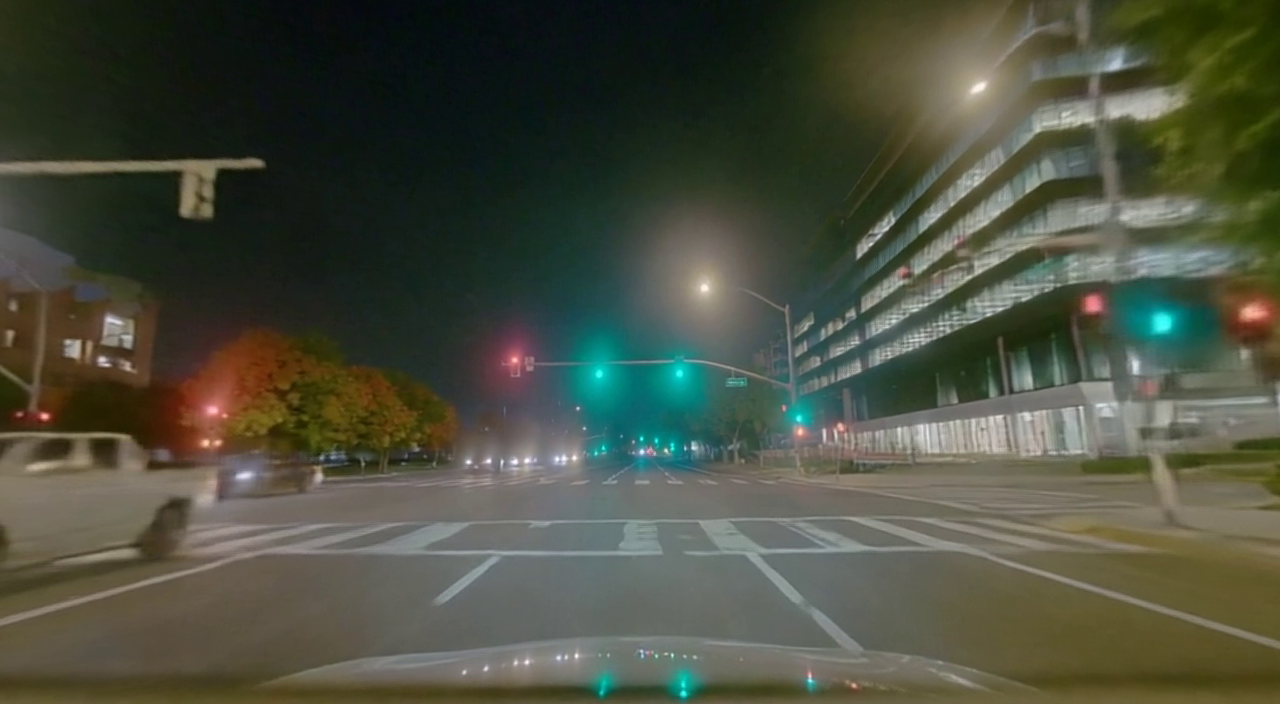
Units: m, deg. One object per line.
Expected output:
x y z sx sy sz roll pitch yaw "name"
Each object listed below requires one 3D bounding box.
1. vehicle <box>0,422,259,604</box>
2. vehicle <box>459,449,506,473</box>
-6.490 1.566 6.545 1.876 1.570 4.980 0 -9 0 "vehicle"
-11.423 7.906 45.787 2.069 1.673 4.853 0 -9 1 "vehicle"
